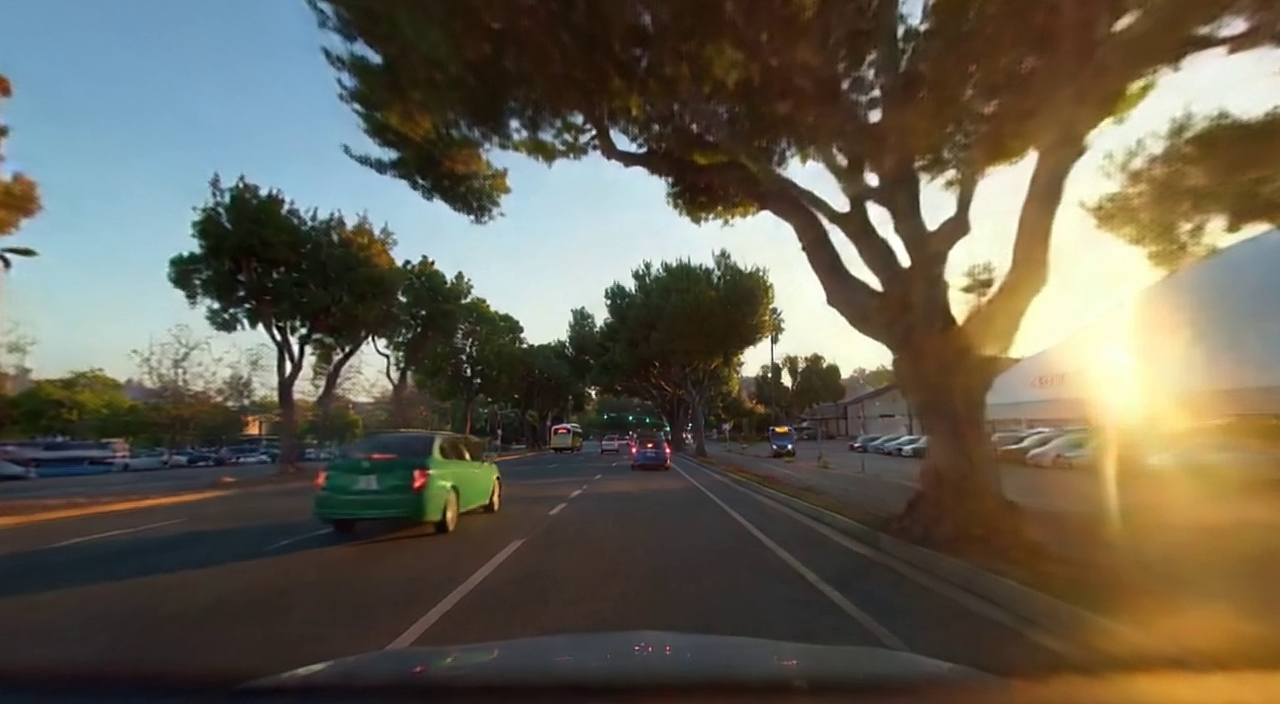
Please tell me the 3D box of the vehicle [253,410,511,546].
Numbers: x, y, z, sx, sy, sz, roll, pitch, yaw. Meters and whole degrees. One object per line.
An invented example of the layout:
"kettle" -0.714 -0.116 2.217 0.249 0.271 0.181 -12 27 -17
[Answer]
"vehicle" -3.576 1.850 9.835 2.148 1.636 4.199 0 -9 1

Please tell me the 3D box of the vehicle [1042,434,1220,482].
"vehicle" 18.890 4.112 24.796 2.229 1.661 5.991 0 -9 1

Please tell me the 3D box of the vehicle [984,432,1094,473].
"vehicle" 18.833 4.778 30.081 1.965 1.749 4.838 0 -9 -1

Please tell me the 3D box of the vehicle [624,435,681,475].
"vehicle" 0.456 4.192 25.814 2.123 1.498 4.226 0 -9 -1

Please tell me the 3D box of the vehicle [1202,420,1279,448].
"vehicle" 33.062 4.409 33.727 4.215 1.462 1.883 0 -9 -2

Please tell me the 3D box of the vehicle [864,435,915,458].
"vehicle" 18.874 7.179 47.982 1.841 1.680 4.842 0 -9 -1

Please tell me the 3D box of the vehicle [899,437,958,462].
"vehicle" 18.970 6.415 41.673 1.826 1.532 4.290 0 -9 -1
